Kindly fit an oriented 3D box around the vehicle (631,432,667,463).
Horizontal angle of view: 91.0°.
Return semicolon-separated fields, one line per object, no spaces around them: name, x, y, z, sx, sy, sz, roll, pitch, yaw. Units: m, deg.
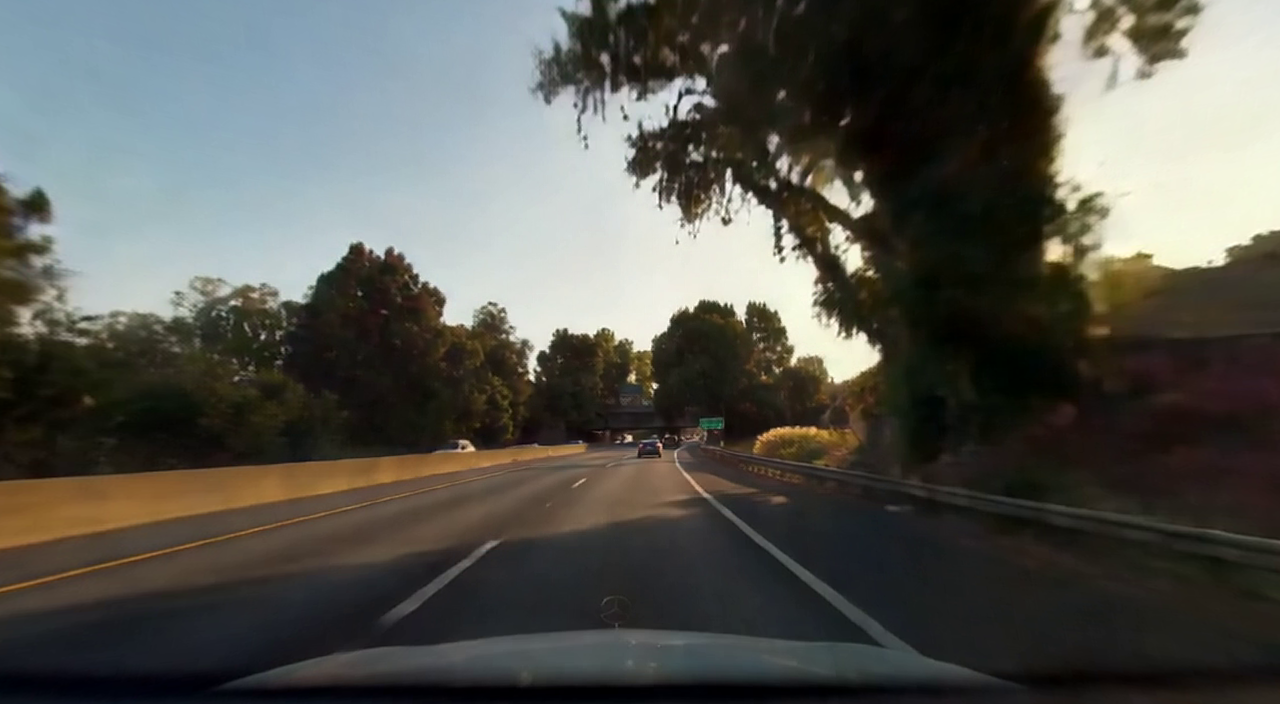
vehicle;0.598;6.177;40.745;2.188;1.825;4.282;-1;-8;2
